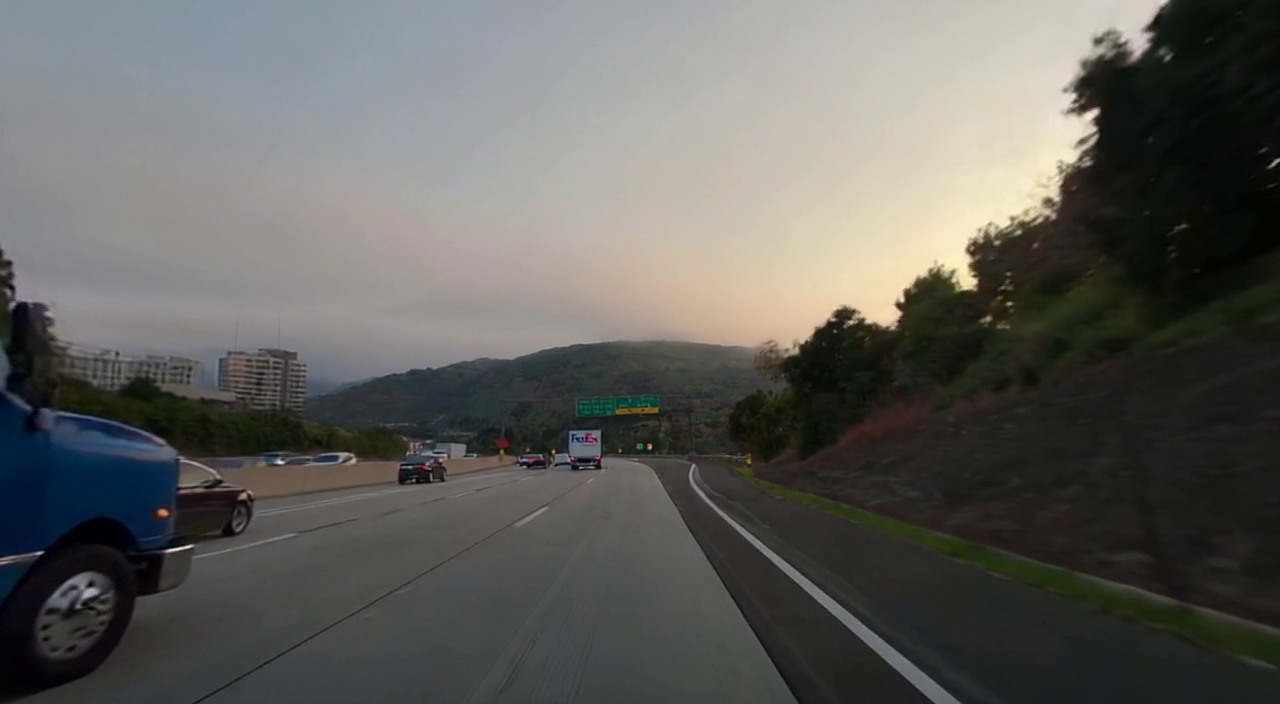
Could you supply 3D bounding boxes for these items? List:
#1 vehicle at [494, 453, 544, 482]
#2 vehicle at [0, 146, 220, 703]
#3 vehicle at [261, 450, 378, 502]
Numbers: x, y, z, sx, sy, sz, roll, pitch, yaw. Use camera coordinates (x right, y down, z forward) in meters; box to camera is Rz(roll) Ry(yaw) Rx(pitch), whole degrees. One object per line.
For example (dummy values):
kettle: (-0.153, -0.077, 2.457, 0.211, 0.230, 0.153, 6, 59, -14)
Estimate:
vehicle: (-7.829, 7.475, 41.242, 2.294, 1.710, 4.436, 1, -9, 1)
vehicle: (-4.251, 0.202, 1.524, 2.318, 2.834, 5.910, 0, -9, 0)
vehicle: (-11.664, 4.495, 23.379, 1.931, 1.692, 4.443, 0, -9, 1)
